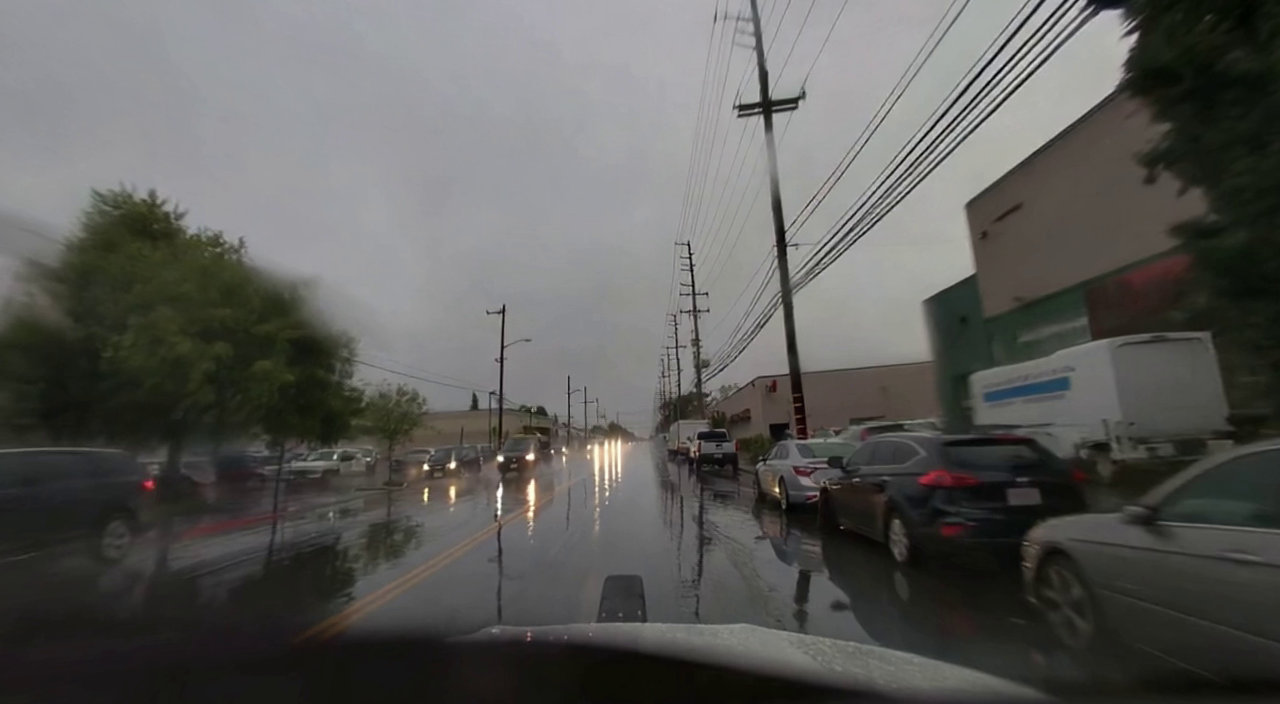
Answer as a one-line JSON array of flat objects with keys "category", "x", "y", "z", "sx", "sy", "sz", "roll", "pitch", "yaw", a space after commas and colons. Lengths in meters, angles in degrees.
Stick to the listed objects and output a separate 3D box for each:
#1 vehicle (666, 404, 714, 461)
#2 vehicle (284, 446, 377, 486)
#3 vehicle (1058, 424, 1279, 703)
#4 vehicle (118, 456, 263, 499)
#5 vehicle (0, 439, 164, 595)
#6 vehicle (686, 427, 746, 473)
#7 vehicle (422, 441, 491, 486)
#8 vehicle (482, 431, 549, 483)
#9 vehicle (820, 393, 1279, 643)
[{"category": "vehicle", "x": 3.549, "y": 6.082, "z": 46.884, "sx": 2.874, "sy": 3.757, "sz": 8.612, "roll": 0, "pitch": -9, "yaw": 0}, {"category": "vehicle", "x": -14.286, "y": 5.268, "z": 29.515, "sx": 2.016, "sy": 1.721, "sz": 4.410, "roll": -1, "pitch": -9, "yaw": 1}, {"category": "vehicle", "x": 3.533, "y": 0.869, "z": 1.614, "sx": 1.948, "sy": 1.433, "sz": 4.385, "roll": 0, "pitch": -9, "yaw": 1}, {"category": "vehicle", "x": -17.253, "y": 4.823, "z": 24.412, "sx": 4.136, "sy": 1.510, "sz": 1.842, "roll": 0, "pitch": -9, "yaw": 0}, {"category": "vehicle", "x": -8.421, "y": 2.032, "z": 7.748, "sx": 1.909, "sy": 1.778, "sz": 4.383, "roll": -3, "pitch": -8, "yaw": -2}, {"category": "vehicle", "x": 3.564, "y": 4.795, "z": 30.896, "sx": 2.249, "sy": 2.026, "sz": 6.211, "roll": 0, "pitch": -9, "yaw": 1}, {"category": "vehicle", "x": -8.339, "y": 5.071, "z": 29.041, "sx": 1.921, "sy": 1.750, "sz": 4.208, "roll": -4, "pitch": -9, "yaw": -1}, {"category": "vehicle", "x": -5.324, "y": 4.564, "z": 27.664, "sx": 2.254, "sy": 1.963, "sz": 4.823, "roll": -2, "pitch": -9, "yaw": -5}, {"category": "vehicle", "x": 3.598, "y": 1.497, "z": 6.810, "sx": 1.911, "sy": 1.654, "sz": 5.061, "roll": 0, "pitch": -9, "yaw": 1}]
